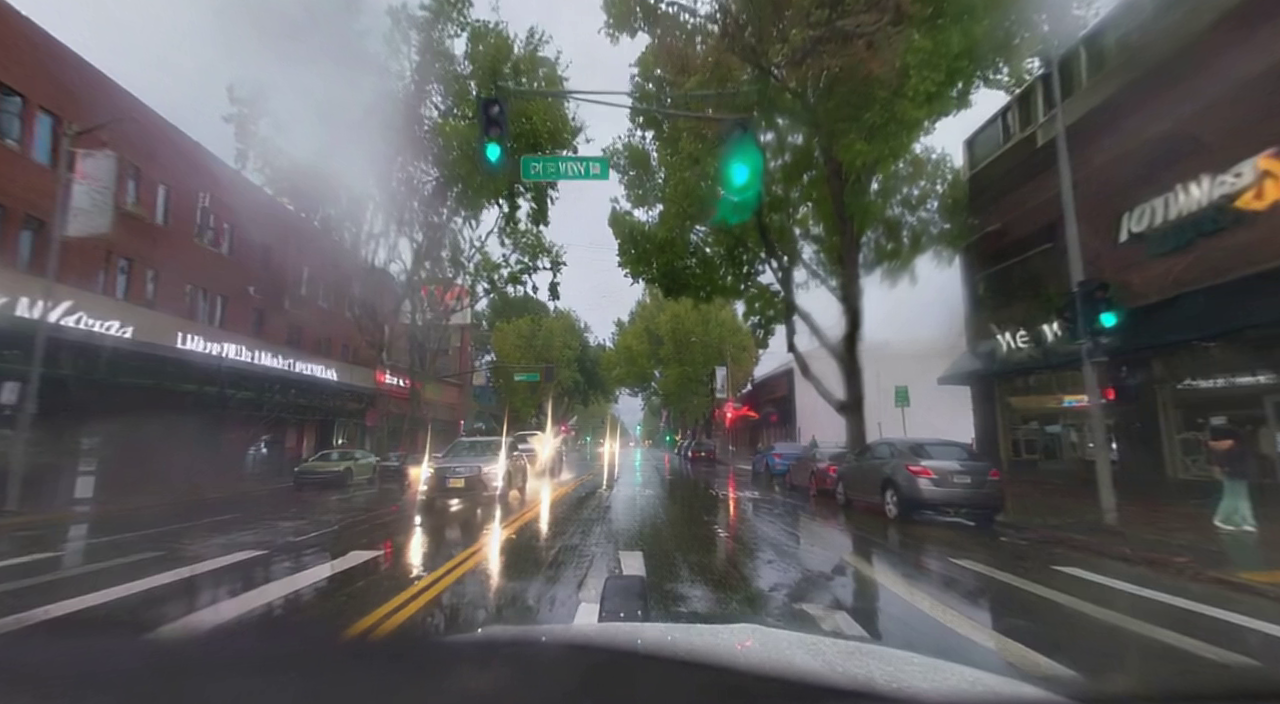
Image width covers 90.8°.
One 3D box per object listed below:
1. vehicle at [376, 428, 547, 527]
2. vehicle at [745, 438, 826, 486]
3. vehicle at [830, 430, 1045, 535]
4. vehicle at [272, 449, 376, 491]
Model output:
[{"bbox_3d":[-3.133,2.303,12.166,2.013,1.527,4.335,0,-8,0],"label":"vehicle"},{"bbox_3d":[5.982,4.554,26.583,2.150,1.805,4.870,0,-8,-1],"label":"vehicle"},{"bbox_3d":[5.893,2.616,13.379,2.116,1.780,4.682,0,-8,-2],"label":"vehicle"},{"bbox_3d":[-12.555,4.682,25.423,1.973,1.528,4.037,-1,-8,2],"label":"vehicle"}]
